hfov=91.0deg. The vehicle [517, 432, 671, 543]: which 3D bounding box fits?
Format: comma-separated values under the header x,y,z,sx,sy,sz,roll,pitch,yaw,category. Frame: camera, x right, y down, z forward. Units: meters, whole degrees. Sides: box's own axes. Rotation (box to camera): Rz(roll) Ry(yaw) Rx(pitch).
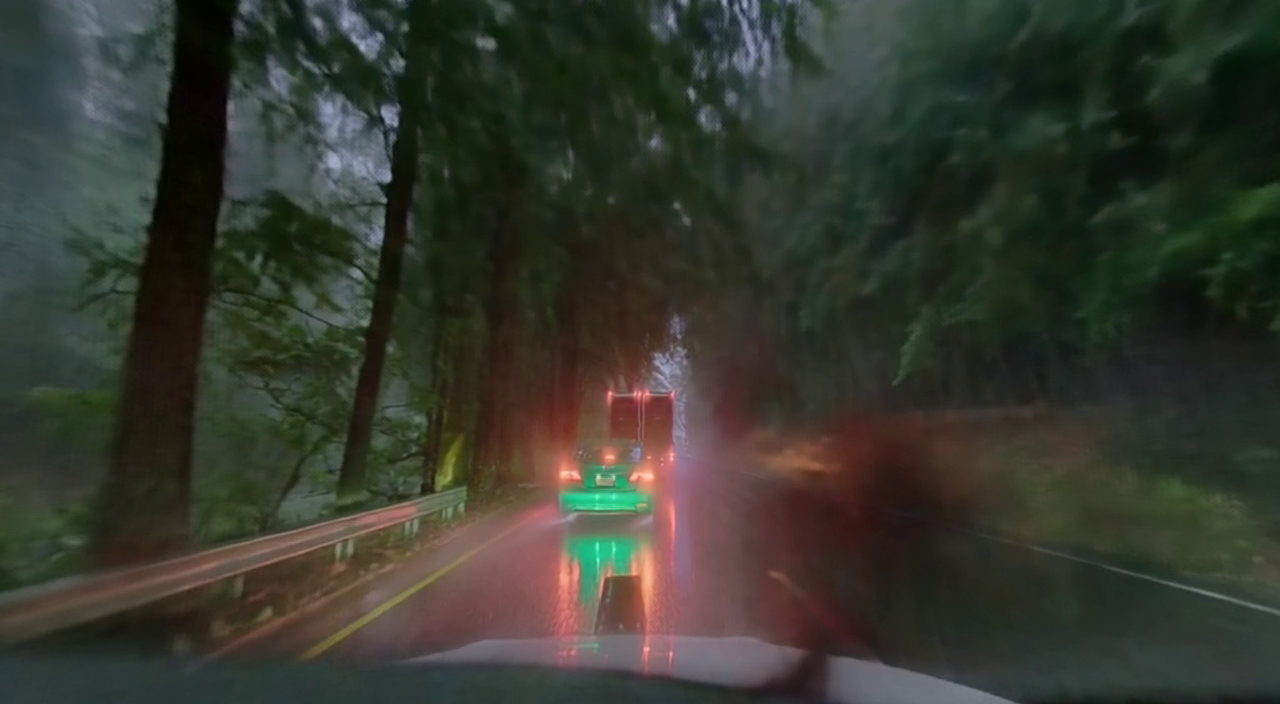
x,y,z,sx,sy,sz,roll,pitch,yaw,category
-0.612,2.143,10.605,2.076,1.490,4.078,0,-9,0,vehicle
